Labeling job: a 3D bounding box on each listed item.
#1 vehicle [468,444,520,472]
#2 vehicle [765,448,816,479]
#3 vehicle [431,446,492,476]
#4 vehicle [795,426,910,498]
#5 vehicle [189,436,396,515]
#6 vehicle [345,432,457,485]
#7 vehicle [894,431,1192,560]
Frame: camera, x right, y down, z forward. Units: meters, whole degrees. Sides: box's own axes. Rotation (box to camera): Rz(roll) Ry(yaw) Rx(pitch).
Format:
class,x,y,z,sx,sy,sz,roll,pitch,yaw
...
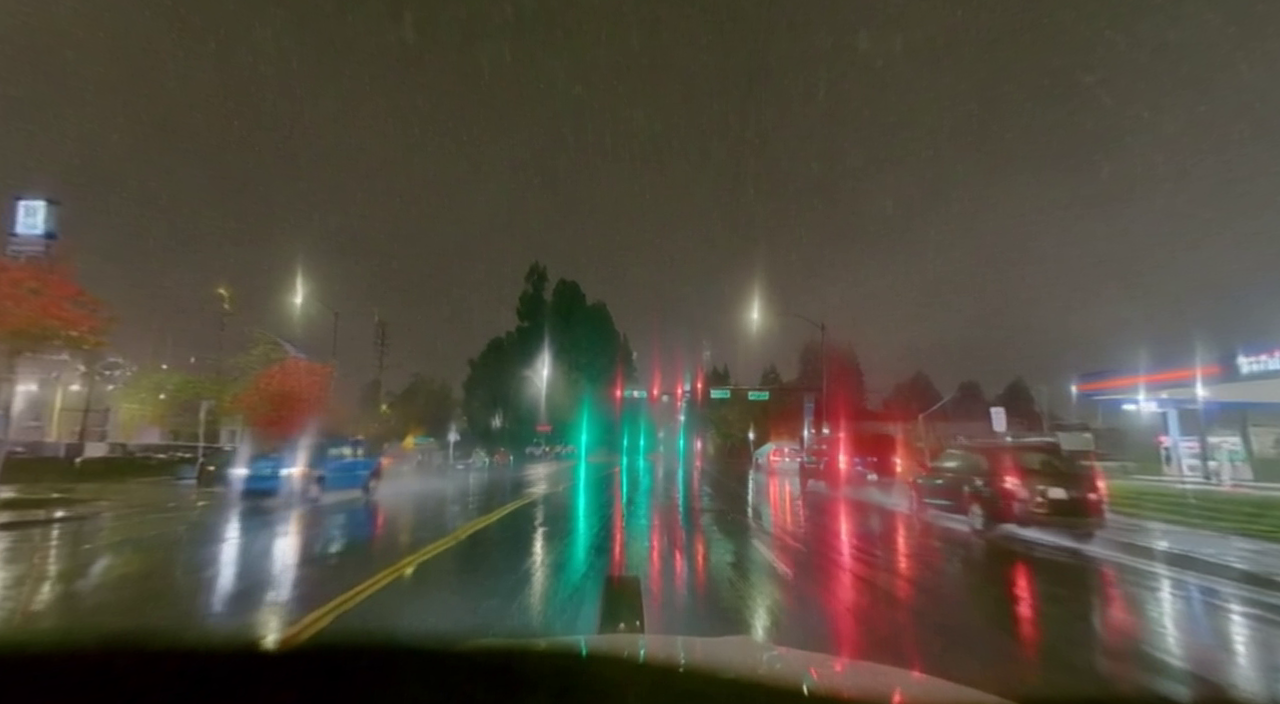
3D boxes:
class,x,y,z,sx,sy,sz,roll,pitch,yaw
vehicle,-9.305,6.776,40.540,1.954,1.652,4.440,0,-9,4
vehicle,7.553,5.615,32.079,1.738,1.436,4.232,0,-9,2
vehicle,-9.639,5.892,34.440,1.785,1.478,4.329,0,-9,4
vehicle,7.074,3.743,21.903,2.181,2.103,6.044,0,-9,3
vehicle,-8.206,2.937,15.611,2.007,1.606,4.764,-1,-9,7
vehicle,-10.105,4.568,27.369,2.214,1.994,5.721,0,-9,4
vehicle,6.493,2.333,11.153,1.995,1.720,5.067,0,-9,1
